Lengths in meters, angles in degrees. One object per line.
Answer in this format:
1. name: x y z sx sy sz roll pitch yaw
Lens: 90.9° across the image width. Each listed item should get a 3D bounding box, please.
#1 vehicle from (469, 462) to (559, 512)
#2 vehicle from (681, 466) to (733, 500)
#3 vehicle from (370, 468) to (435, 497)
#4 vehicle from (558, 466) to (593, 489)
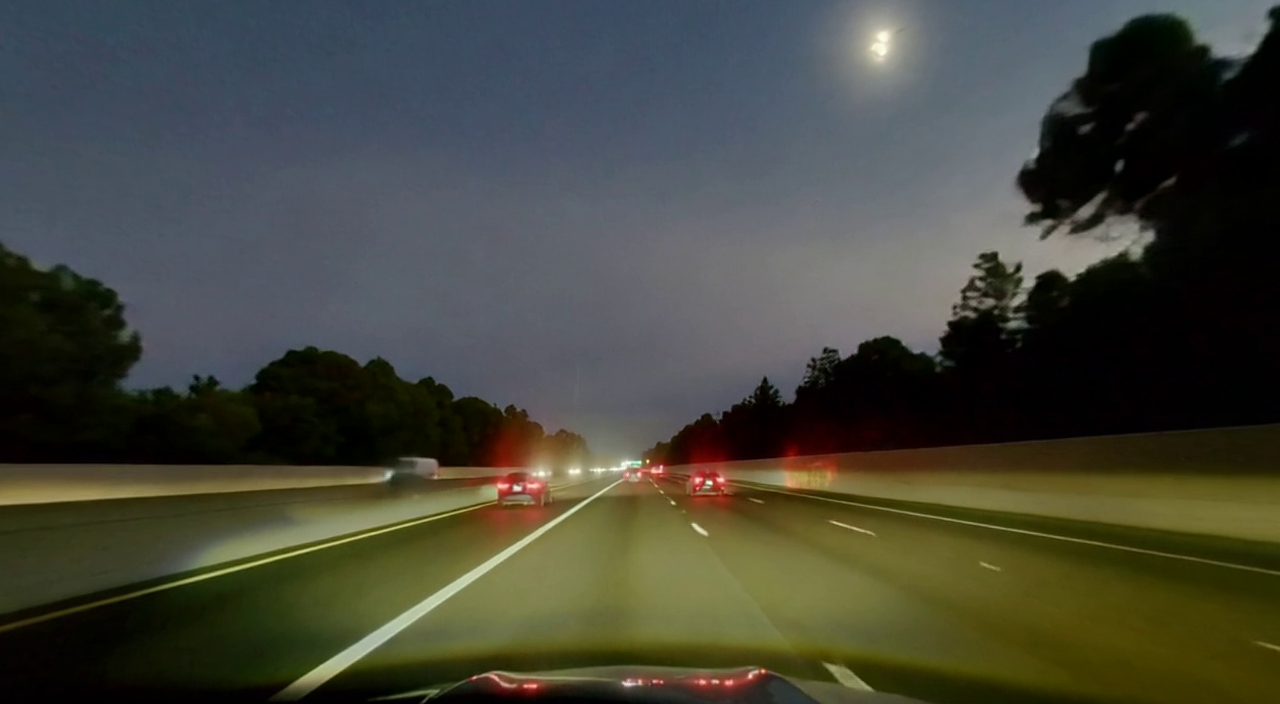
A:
1. vehicle: -4.056 4.478 21.230 2.004 1.468 4.812 0 -11 0
2. vehicle: 3.177 6.336 30.770 1.981 1.516 4.109 1 -11 -1
3. vehicle: -13.008 7.166 34.855 1.839 1.449 4.424 0 -11 0
4. vehicle: -4.367 8.578 43.208 2.000 1.484 3.995 1 -11 -1
